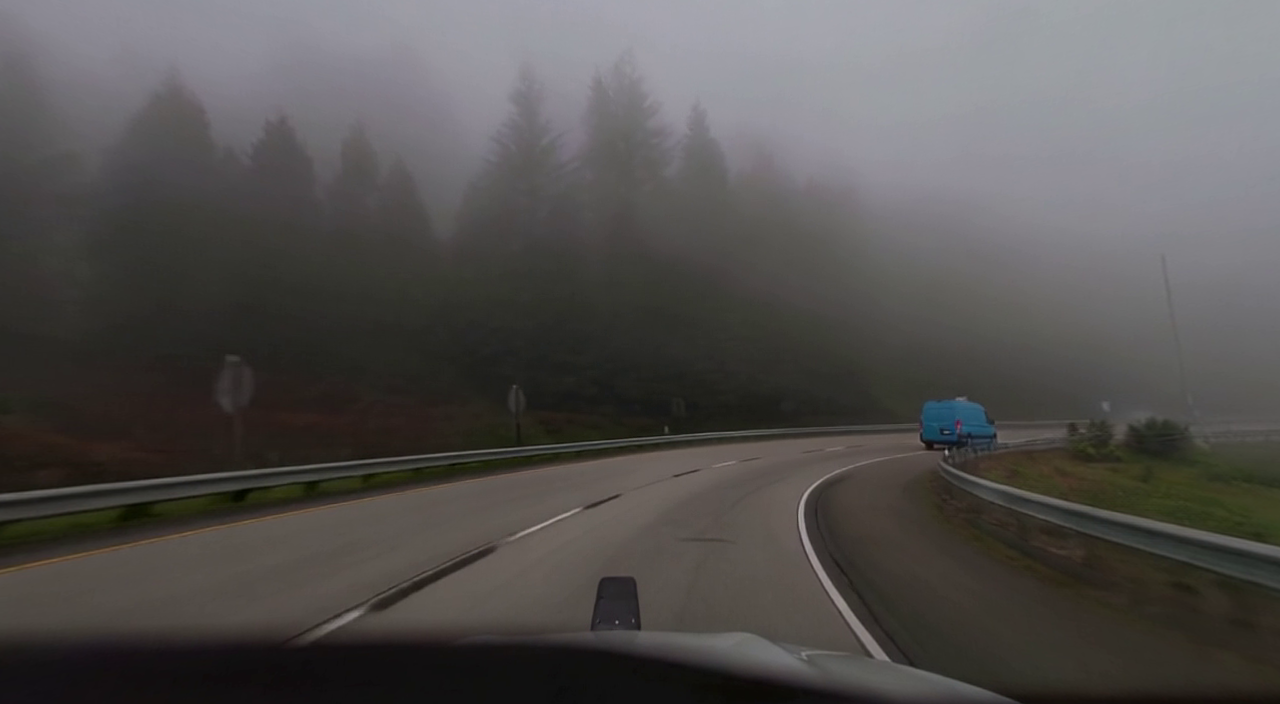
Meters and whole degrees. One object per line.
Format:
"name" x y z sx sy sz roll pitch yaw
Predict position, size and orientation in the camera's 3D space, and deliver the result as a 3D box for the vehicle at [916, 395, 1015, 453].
"vehicle" 16.078 3.593 31.001 5.330 2.577 2.352 6 -10 -40
